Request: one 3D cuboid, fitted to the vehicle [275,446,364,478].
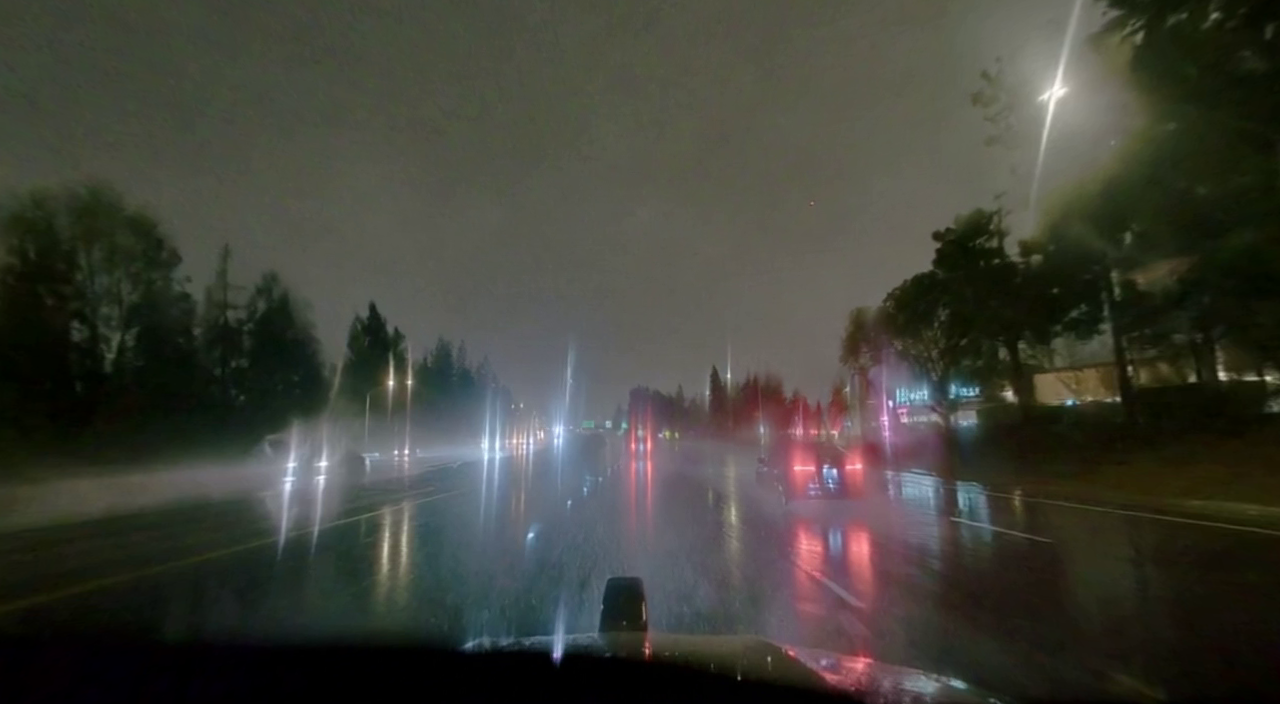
[{"bbox_3d":[-16.309,5.575,32.381,2.187,1.484,4.485,0,-8,0],"label":"vehicle"}]

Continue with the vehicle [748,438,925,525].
[{"bbox_3d":[3.659,2.481,12.723,2.069,1.431,4.313,0,-8,-2],"label":"vehicle"}]
